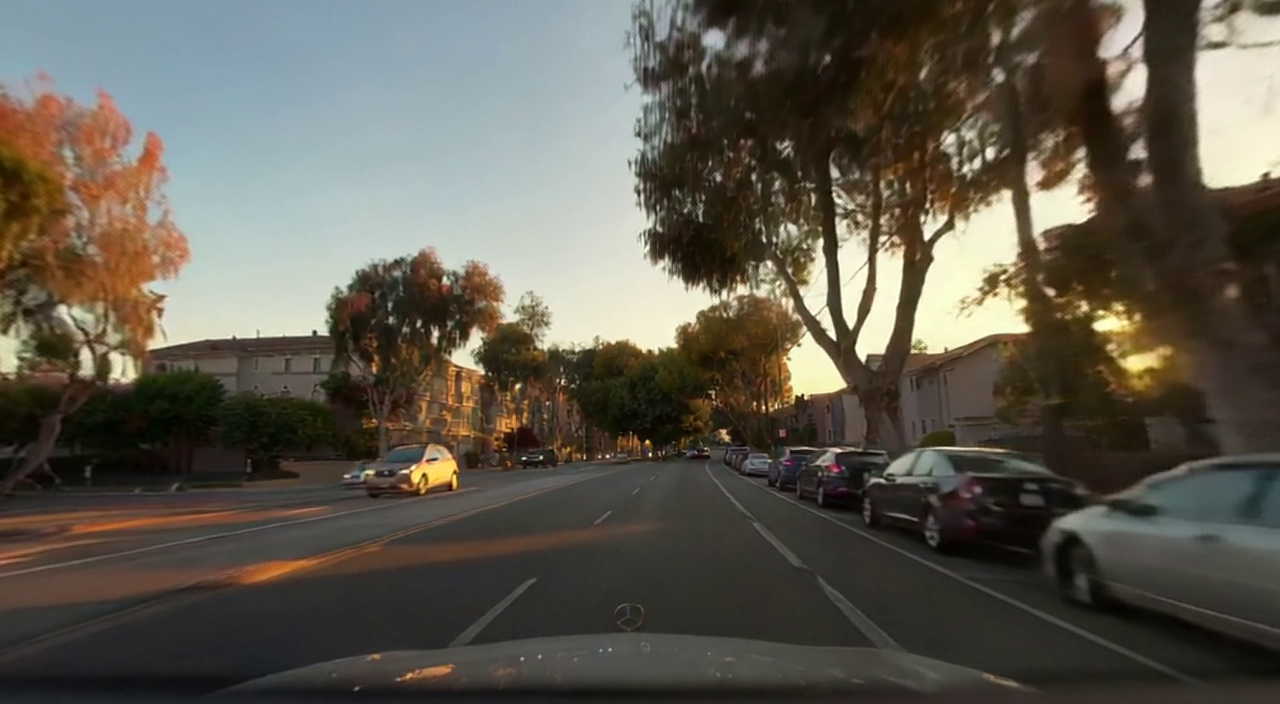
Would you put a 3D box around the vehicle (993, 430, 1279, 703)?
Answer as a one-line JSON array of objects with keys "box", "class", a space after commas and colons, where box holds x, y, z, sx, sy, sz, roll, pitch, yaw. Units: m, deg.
[{"box": [4.364, 1.197, 3.587, 2.080, 1.490, 5.001, -1, -8, 4], "class": "vehicle"}]

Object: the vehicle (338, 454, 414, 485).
[{"box": [-14.374, 6.419, 34.625, 1.909, 1.483, 4.498, -1, -8, 5], "class": "vehicle"}]

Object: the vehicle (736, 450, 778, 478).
[{"box": [6.473, 6.241, 35.377, 1.833, 1.399, 4.727, -1, -8, 5], "class": "vehicle"}]

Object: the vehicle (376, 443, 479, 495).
[{"box": [-7.740, 4.270, 23.592, 2.331, 1.696, 4.861, 0, -8, -2], "class": "vehicle"}]
